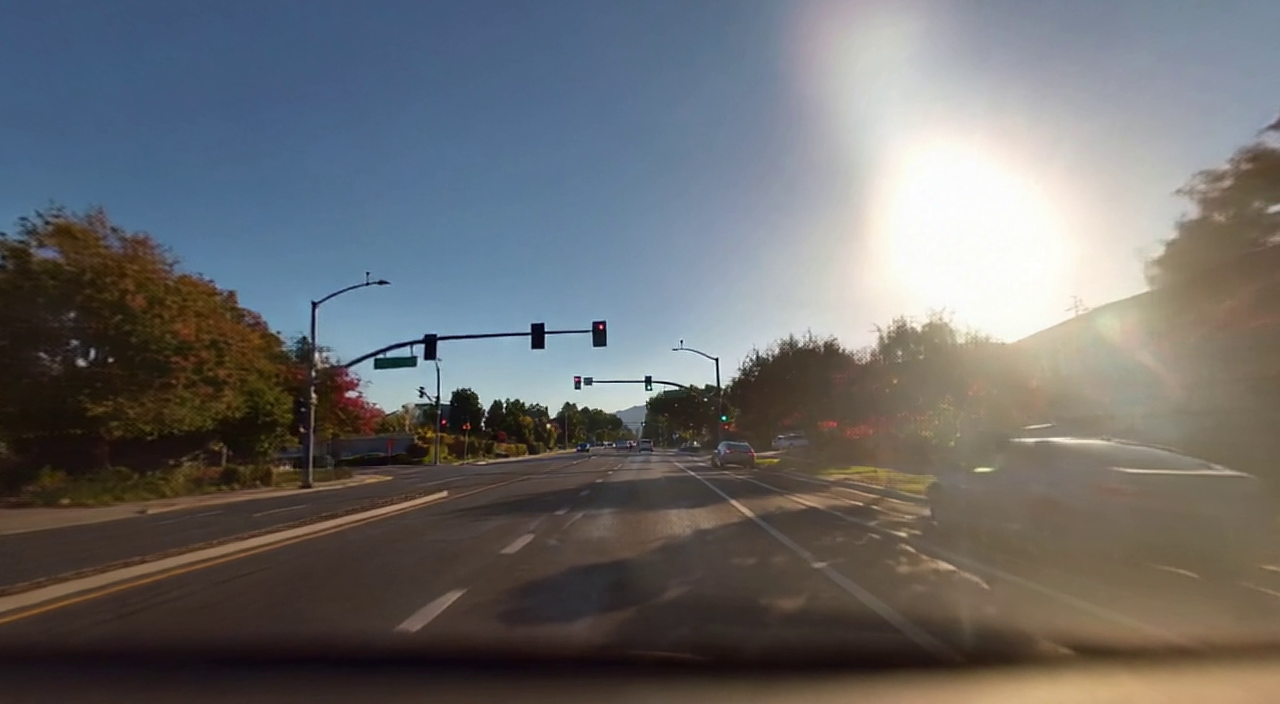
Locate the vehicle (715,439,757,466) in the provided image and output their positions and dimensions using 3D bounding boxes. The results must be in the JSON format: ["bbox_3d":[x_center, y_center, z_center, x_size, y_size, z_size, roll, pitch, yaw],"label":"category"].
[{"bbox_3d":[5.825,6.135,38.727,1.950,1.567,4.083,0,-8,1],"label":"vehicle"}]

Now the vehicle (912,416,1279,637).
[{"bbox_3d":[5.103,1.565,6.857,1.997,1.521,4.747,0,-8,-2],"label":"vehicle"}]

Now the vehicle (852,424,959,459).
[{"bbox_3d":[13.462,4.579,32.185,4.474,1.710,2.148,0,-8,1],"label":"vehicle"}]
